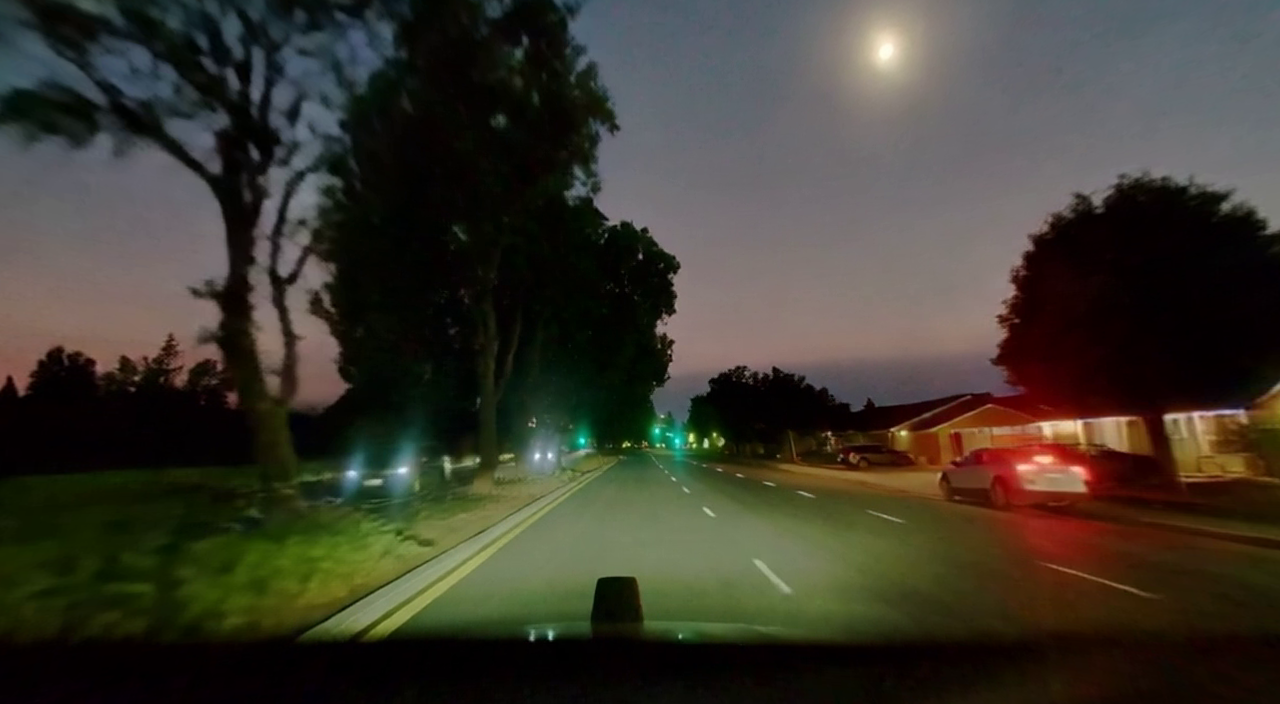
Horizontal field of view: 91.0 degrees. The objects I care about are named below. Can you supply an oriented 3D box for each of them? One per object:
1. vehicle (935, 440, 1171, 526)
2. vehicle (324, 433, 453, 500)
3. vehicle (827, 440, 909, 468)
[{"bbox_3d":[8.406,2.658,13.429,1.940,1.516,4.319,0,-9,-3],"label":"vehicle"},{"bbox_3d":[-7.571,3.483,19.606,2.019,1.819,4.897,0,-9,-1],"label":"vehicle"},{"bbox_3d":[14.259,6.413,39.570,4.386,1.711,1.929,0,-8,0],"label":"vehicle"}]
